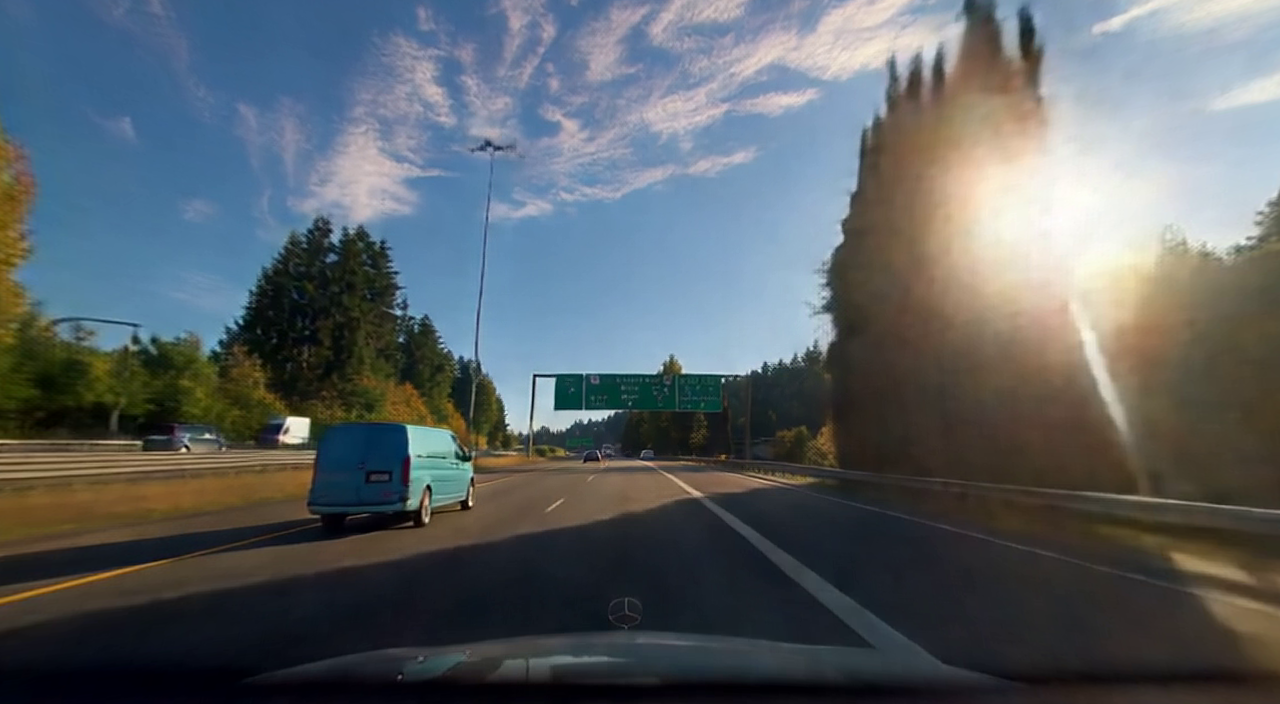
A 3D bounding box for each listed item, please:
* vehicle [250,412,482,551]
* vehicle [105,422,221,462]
[{"bbox_3d":[-4.116,2.026,10.449,1.971,1.795,4.389,0,-9,-2],"label":"vehicle"},{"bbox_3d":[-19.210,3.693,25.599,1.879,1.492,3.607,0,-9,0],"label":"vehicle"}]
